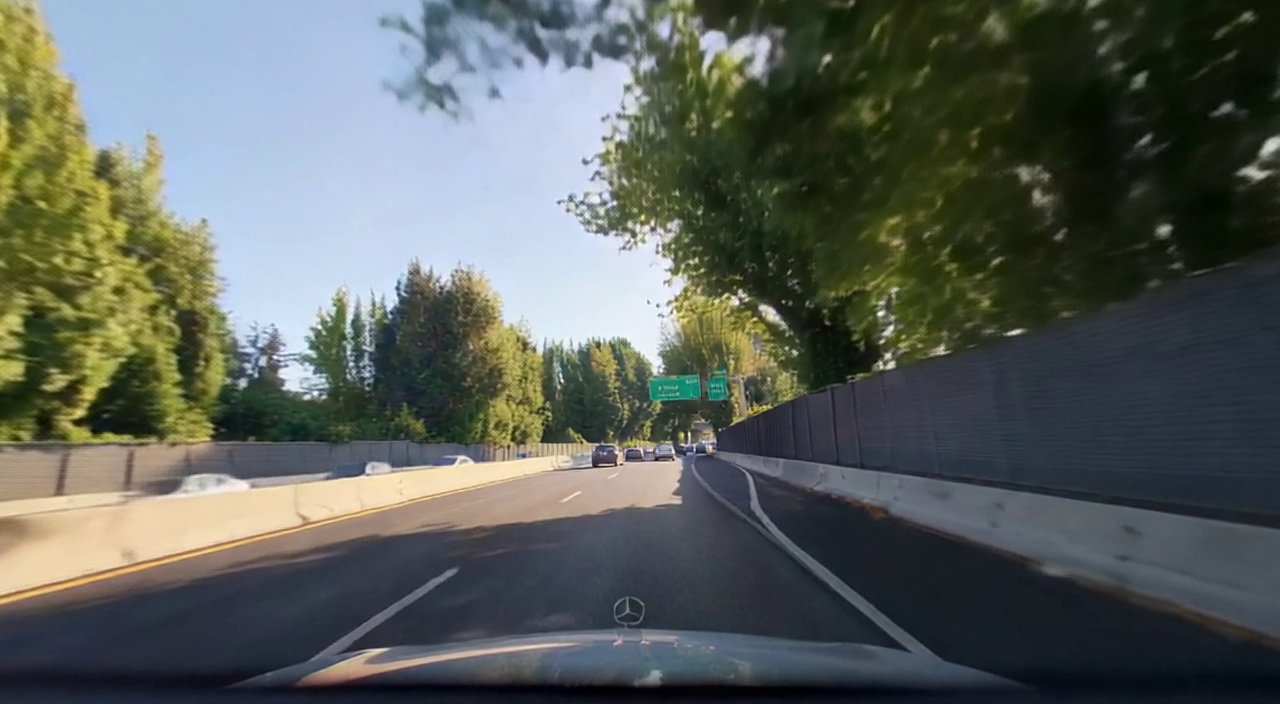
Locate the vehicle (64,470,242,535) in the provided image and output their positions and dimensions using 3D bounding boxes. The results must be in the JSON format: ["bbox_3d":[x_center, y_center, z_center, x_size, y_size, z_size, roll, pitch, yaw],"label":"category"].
[{"bbox_3d":[-14.519,4.472,19.174,1.824,1.538,4.385,0,-8,1],"label":"vehicle"}]

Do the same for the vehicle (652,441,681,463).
[{"bbox_3d":[2.040,7.506,47.351,2.077,1.533,3.854,-1,-8,3],"label":"vehicle"}]

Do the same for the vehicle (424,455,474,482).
[{"bbox_3d":[-13.066,7.958,43.328,1.870,1.674,4.218,-1,-8,3],"label":"vehicle"}]

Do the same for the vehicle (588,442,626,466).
[{"bbox_3d":[-2.107,6.683,41.424,1.985,1.518,3.847,-1,-8,4],"label":"vehicle"}]

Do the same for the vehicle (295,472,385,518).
[{"bbox_3d":[-10.498,5.008,22.272,1.457,1.317,3.296,-1,-8,1],"label":"vehicle"}]
